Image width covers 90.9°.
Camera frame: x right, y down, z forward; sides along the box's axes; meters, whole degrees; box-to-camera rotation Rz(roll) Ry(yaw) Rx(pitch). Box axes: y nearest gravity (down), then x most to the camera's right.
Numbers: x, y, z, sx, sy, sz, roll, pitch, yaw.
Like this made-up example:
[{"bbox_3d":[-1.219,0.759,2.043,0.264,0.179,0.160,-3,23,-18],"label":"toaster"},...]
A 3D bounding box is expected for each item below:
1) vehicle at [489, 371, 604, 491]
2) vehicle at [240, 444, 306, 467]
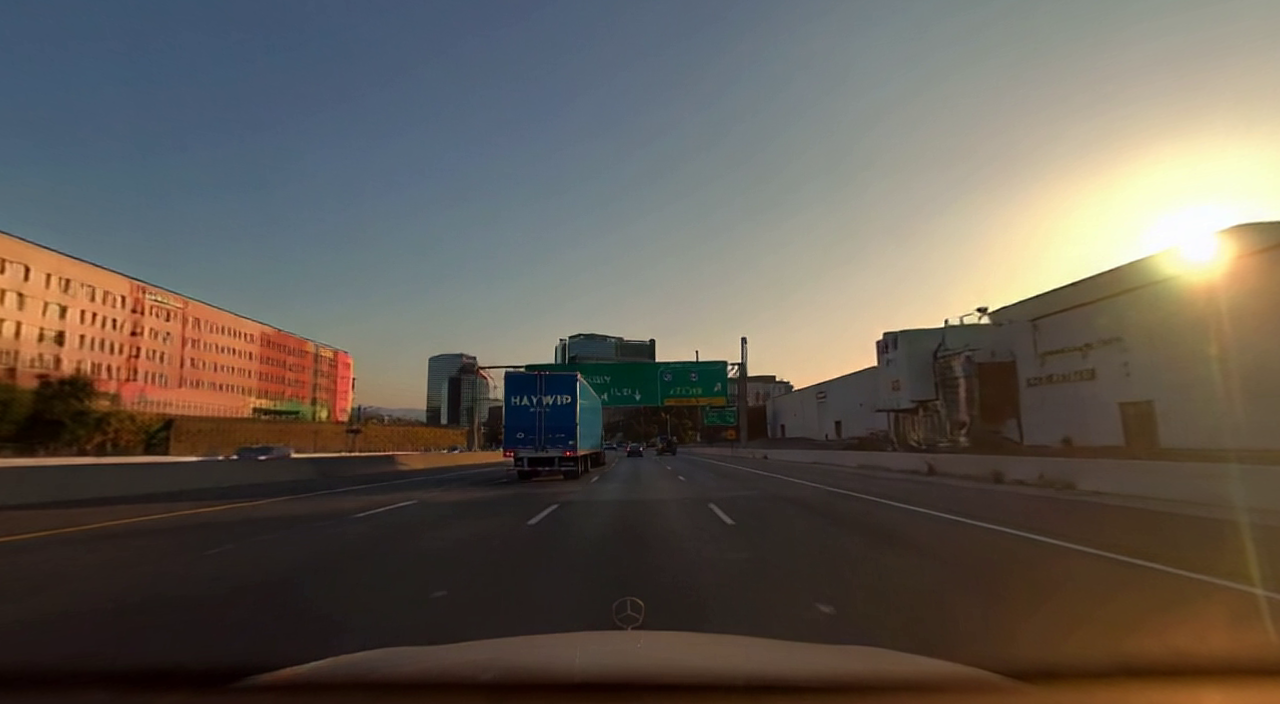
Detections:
[{"bbox_3d":[-3.469,3.239,26.239,2.977,4.048,8.890,1,-7,2],"label":"vehicle"},{"bbox_3d":[-26.637,7.486,45.961,1.926,1.582,4.496,0,-8,2],"label":"vehicle"}]
